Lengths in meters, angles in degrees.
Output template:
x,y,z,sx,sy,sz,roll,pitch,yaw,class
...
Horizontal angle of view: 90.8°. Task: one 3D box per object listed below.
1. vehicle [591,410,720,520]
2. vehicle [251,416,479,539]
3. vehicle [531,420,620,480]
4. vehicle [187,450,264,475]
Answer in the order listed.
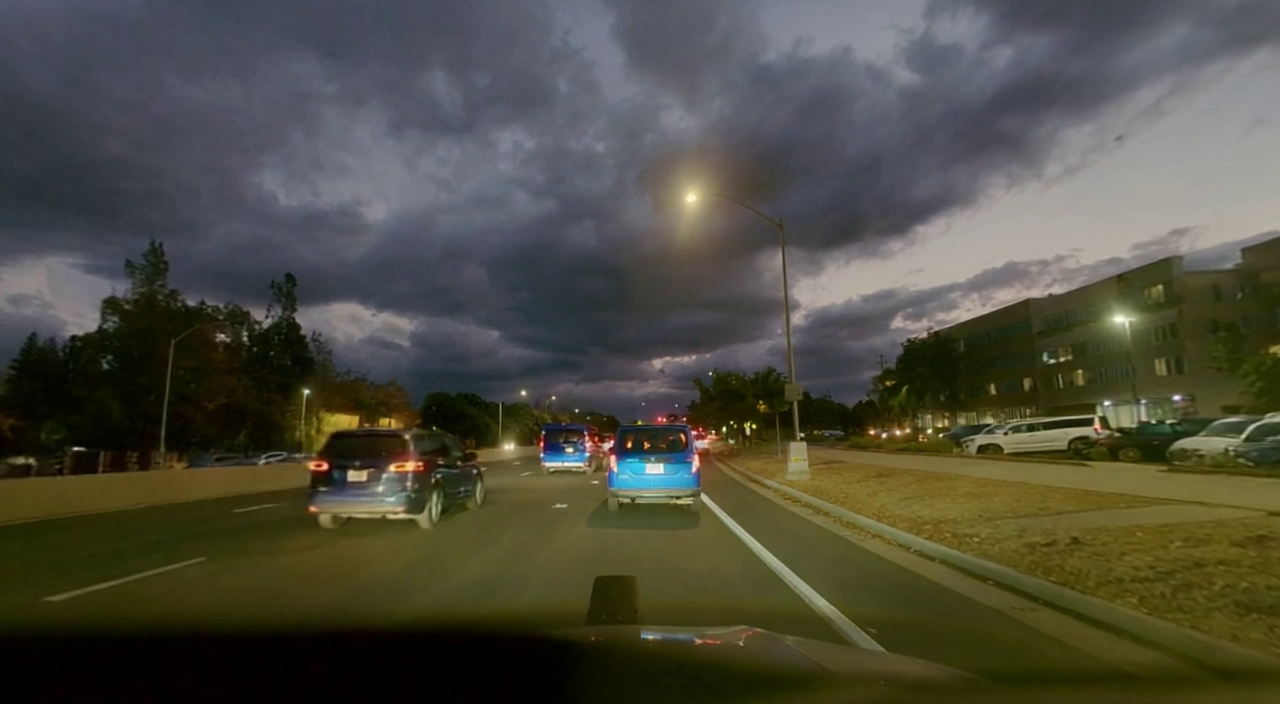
x,y,z,sx,sy,sz,roll,pitch,yaw,class
0.316,2.223,12.825,2.173,1.830,4.189,0,-9,2,vehicle
-4.484,2.119,11.341,2.116,1.714,4.757,0,-9,-3,vehicle
-2.352,3.837,24.944,2.486,2.074,5.456,-1,-9,5,vehicle
-32.641,8.664,49.935,1.977,1.788,4.978,-2,-9,13,vehicle
